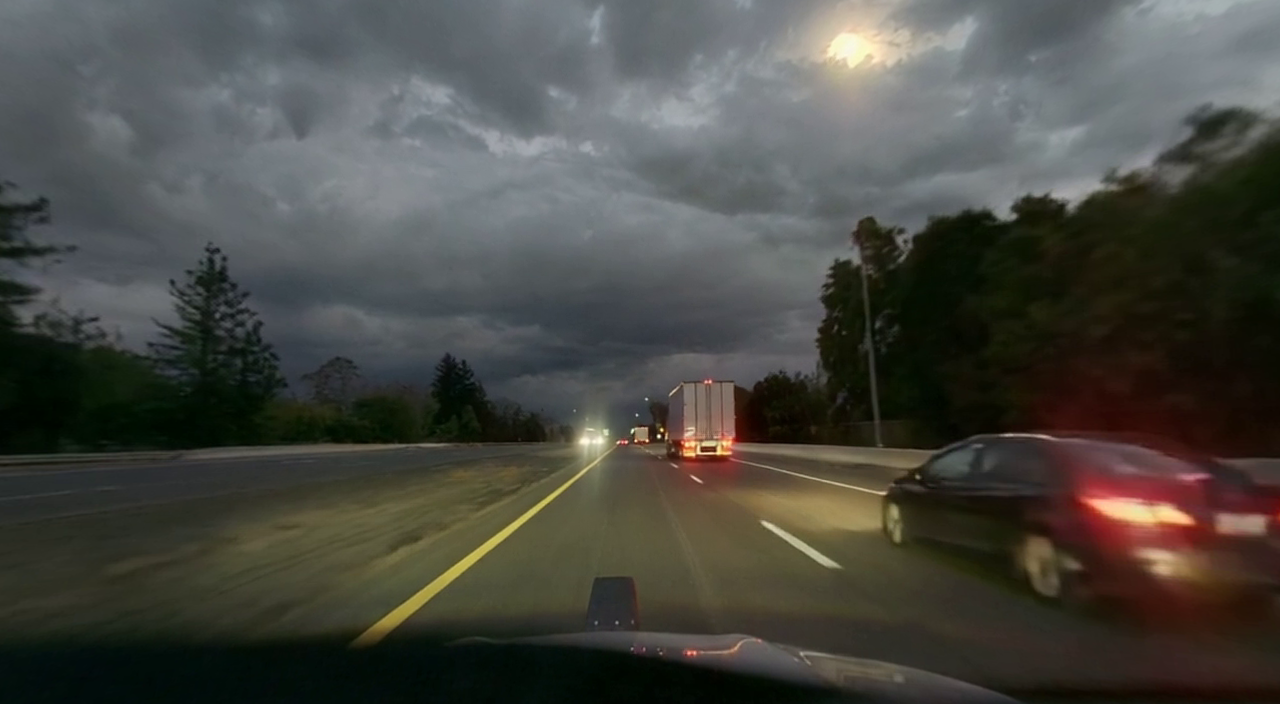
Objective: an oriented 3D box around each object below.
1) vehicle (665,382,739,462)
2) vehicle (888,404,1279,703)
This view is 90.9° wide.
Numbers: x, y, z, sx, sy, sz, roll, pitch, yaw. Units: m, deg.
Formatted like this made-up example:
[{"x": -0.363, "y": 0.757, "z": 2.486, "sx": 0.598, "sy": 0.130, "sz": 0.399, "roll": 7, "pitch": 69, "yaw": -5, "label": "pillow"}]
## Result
[{"x": 3.329, "y": 4.245, "z": 37.213, "sx": 2.911, "sy": 3.994, "sz": 10.840, "roll": 0, "pitch": -8, "yaw": -2, "label": "vehicle"}, {"x": 3.657, "y": 1.223, "z": 4.621, "sx": 1.984, "sy": 1.482, "sz": 3.833, "roll": 0, "pitch": -8, "yaw": -2, "label": "vehicle"}]
